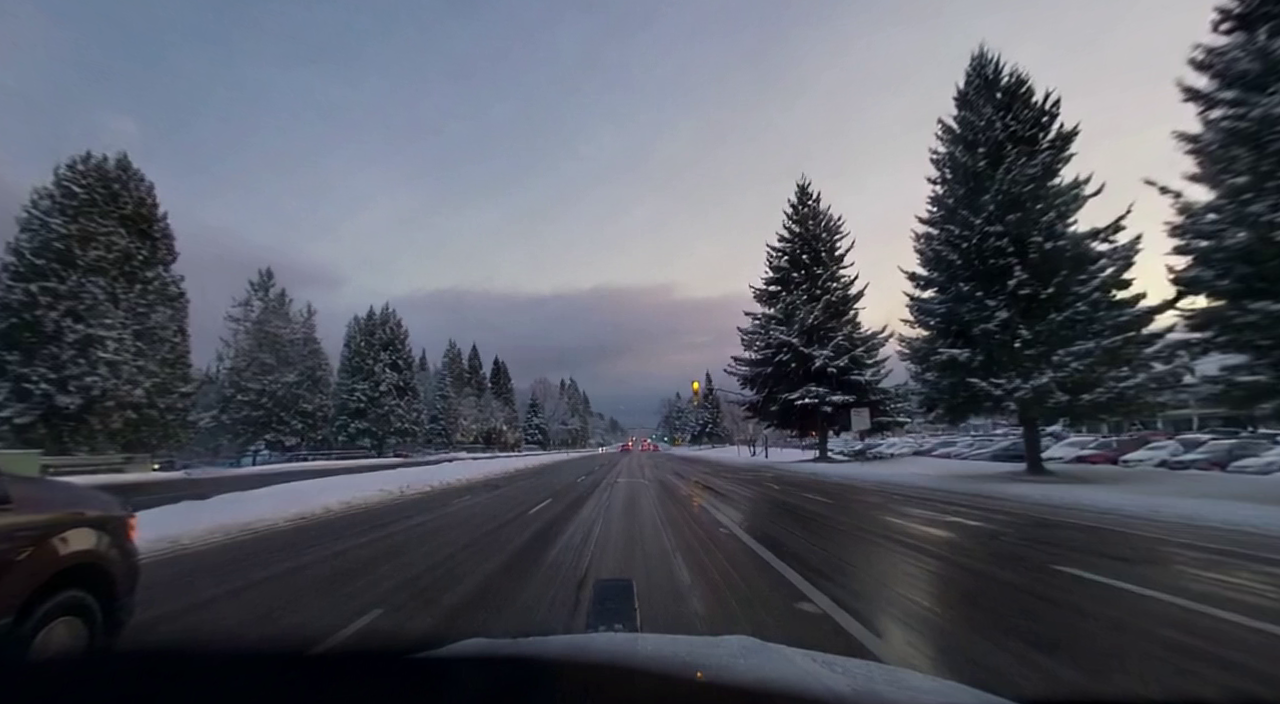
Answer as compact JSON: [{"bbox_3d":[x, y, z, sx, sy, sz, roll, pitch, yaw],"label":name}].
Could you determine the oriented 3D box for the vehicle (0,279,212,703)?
[{"bbox_3d":[-3.842,0.511,1.317,2.428,1.985,4.999,0,-8,-1],"label":"vehicle"}]

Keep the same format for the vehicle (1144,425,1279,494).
[{"bbox_3d":[17.474,2.969,17.827,4.602,1.722,2.026,-3,-8,2],"label":"vehicle"}]
